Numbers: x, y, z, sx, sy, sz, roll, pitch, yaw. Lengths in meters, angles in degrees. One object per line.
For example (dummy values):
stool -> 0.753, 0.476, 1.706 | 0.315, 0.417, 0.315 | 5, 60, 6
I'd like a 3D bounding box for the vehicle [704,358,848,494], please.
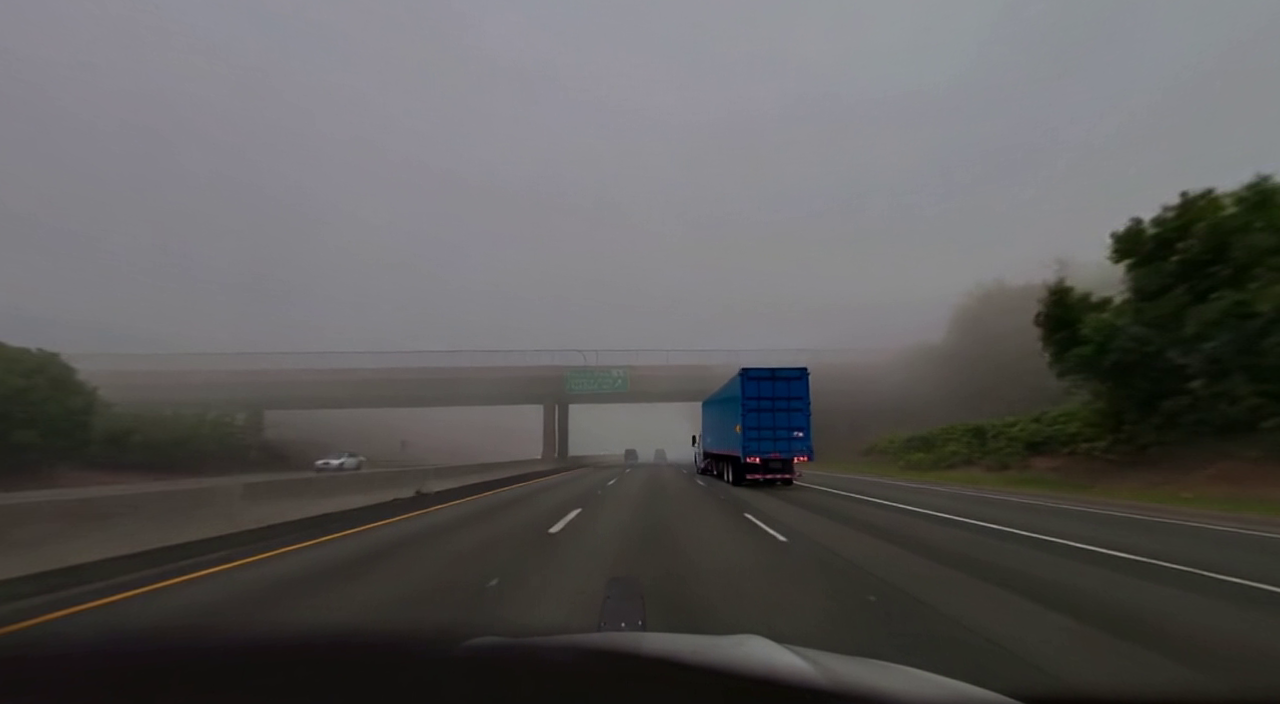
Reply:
vehicle -> 4.754, 3.287, 25.961 | 2.825, 4.054, 14.210 | 0, -9, 0
